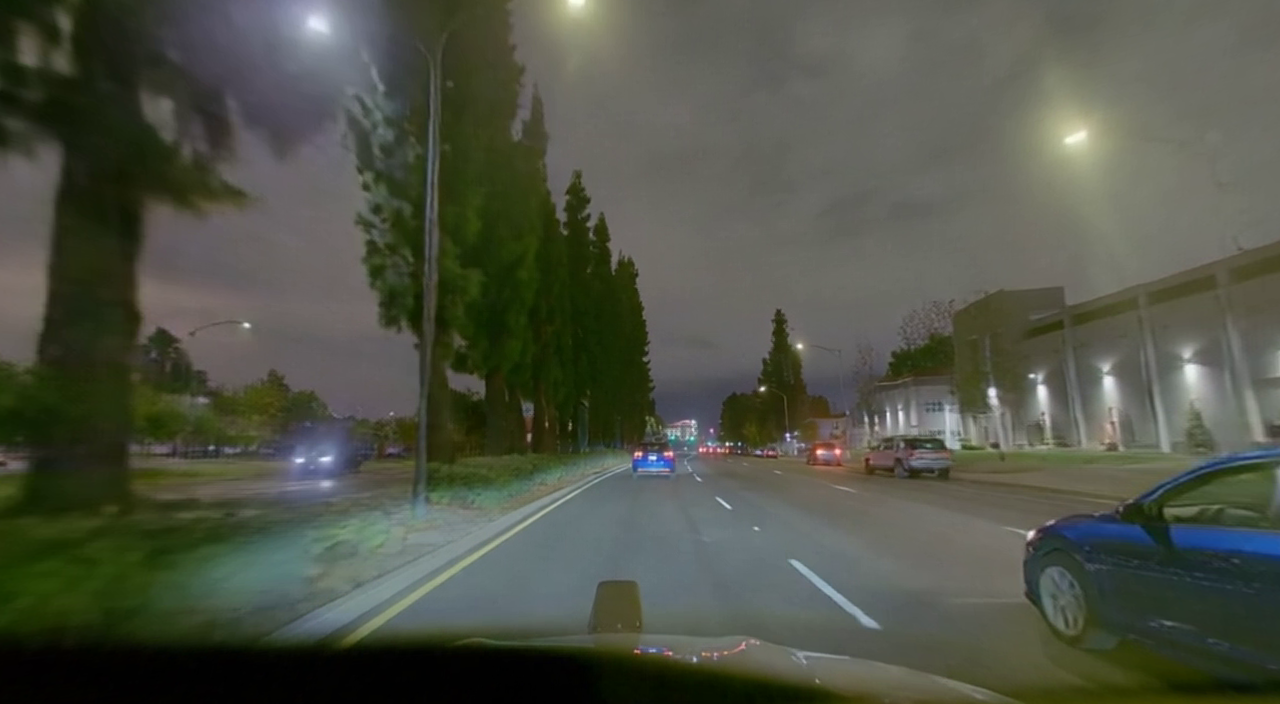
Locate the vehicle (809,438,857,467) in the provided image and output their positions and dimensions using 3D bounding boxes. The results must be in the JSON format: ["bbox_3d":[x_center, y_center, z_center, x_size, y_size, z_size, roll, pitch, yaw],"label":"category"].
[{"bbox_3d":[12.652,6.612,41.758,2.039,1.826,4.704,-1,-8,5],"label":"vehicle"}]

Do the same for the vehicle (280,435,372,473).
[{"bbox_3d":[-15.668,5.097,31.858,2.290,1.758,4.900,0,-8,-3],"label":"vehicle"}]

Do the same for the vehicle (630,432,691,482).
[{"bbox_3d":[0.735,3.887,23.691,2.085,1.693,4.301,0,-8,1],"label":"vehicle"}]

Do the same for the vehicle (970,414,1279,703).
[{"bbox_3d":[3.718,1.025,3.025,1.918,1.418,4.360,0,-8,0],"label":"vehicle"}]
